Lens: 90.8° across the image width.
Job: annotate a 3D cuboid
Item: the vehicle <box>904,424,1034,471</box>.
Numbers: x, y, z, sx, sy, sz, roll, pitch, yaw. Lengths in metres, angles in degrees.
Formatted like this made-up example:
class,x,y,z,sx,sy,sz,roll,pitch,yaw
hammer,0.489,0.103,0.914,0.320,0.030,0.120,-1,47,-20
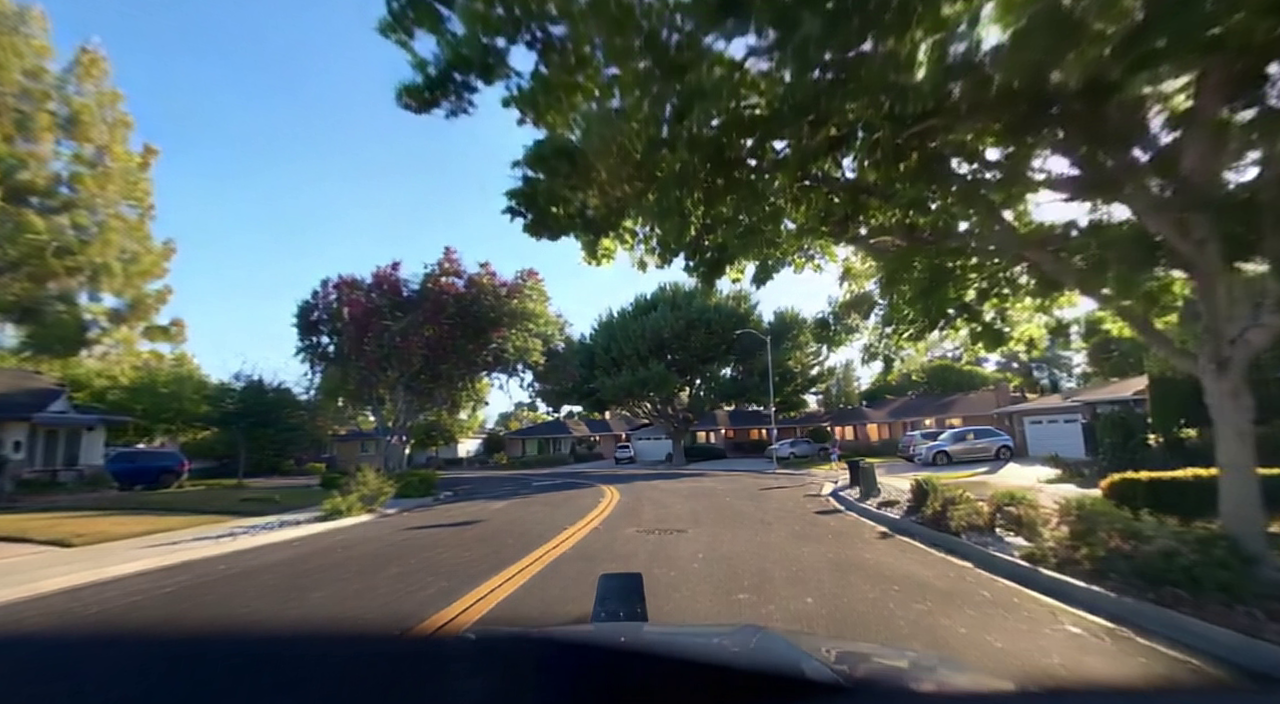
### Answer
class,x,y,z,sx,sy,sz,roll,pitch,yaw
vehicle,13.962,4.109,27.024,4.327,1.573,1.967,-5,-10,4

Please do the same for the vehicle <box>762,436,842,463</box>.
class,x,y,z,sx,sy,sz,roll,pitch,yaw
vehicle,10.705,6.436,41.691,4.799,1.451,2.144,1,-8,-26

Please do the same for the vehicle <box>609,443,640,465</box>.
class,x,y,z,sx,sy,sz,roll,pitch,yaw
vehicle,-1.185,7.931,49.456,1.819,1.442,4.329,-2,-6,7
